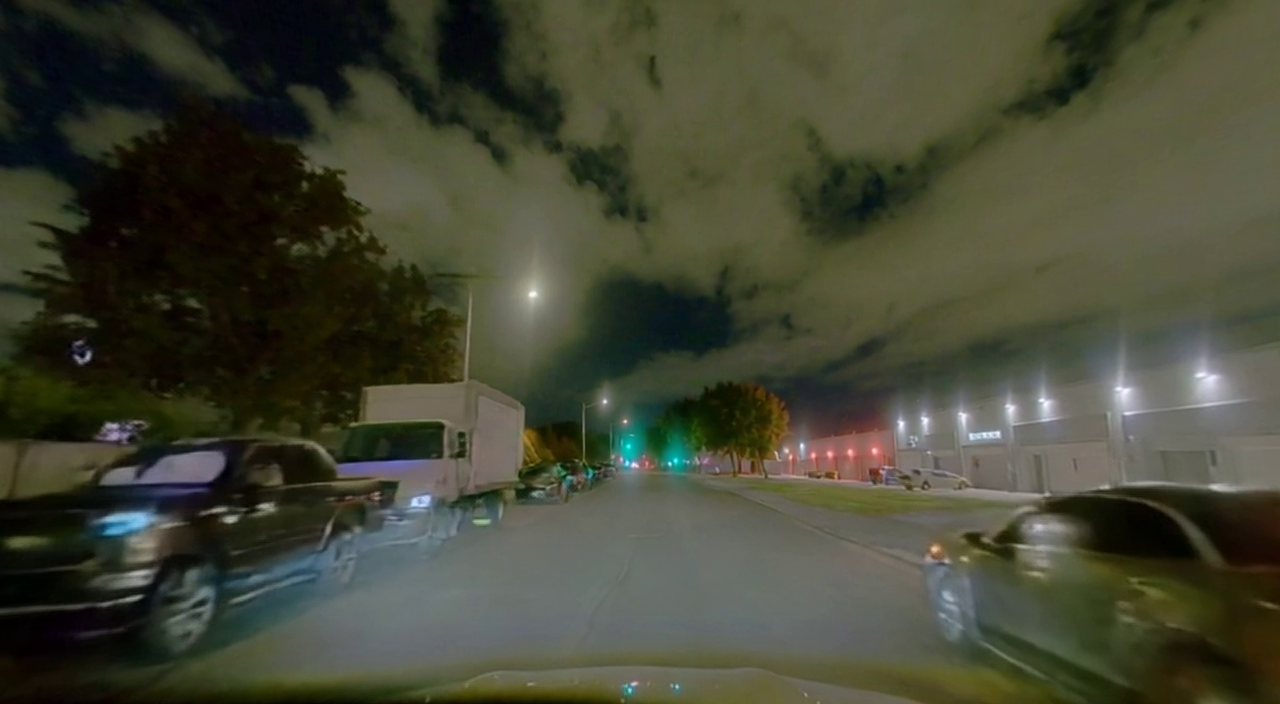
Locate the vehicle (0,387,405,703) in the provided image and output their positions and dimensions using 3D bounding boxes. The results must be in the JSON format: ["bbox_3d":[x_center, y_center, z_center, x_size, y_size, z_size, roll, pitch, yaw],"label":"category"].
[{"bbox_3d":[-3.852,1.429,5.513,1.917,1.735,4.032,1,-11,1],"label":"vehicle"}]

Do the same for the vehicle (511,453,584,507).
[{"bbox_3d":[-3.270,4.623,23.238,1.886,1.640,4.311,2,-8,2],"label":"vehicle"}]

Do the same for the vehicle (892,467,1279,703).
[{"bbox_3d":[2.927,1.312,3.049,1.819,1.446,3.909,1,-11,1],"label":"vehicle"}]

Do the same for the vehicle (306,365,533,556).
[{"bbox_3d":[-3.649,2.068,11.973,2.242,2.726,5.581,1,-11,-1],"label":"vehicle"}]
